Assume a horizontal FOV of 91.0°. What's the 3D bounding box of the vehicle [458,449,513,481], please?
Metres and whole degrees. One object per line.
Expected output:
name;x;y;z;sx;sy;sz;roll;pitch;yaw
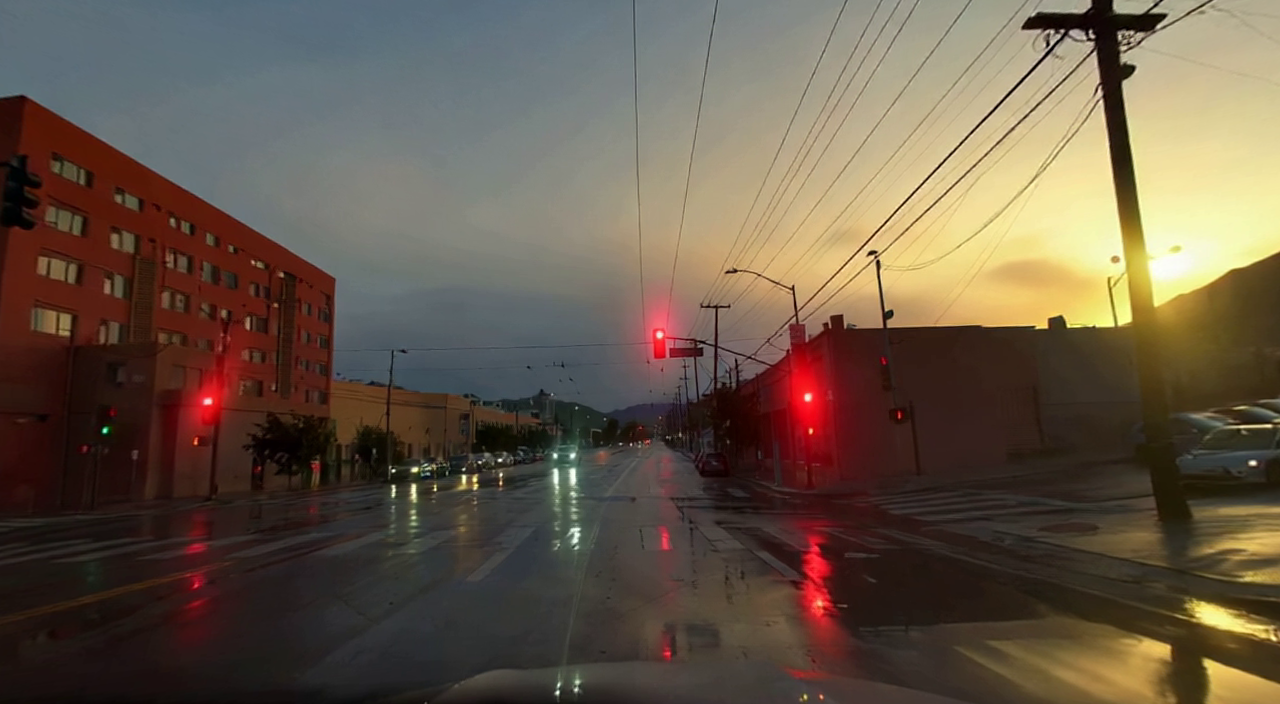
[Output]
vehicle;-8.710;6.394;35.822;2.020;1.672;3.842;0;-9;3

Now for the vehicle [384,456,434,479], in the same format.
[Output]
vehicle;-16.657;8.342;45.597;1.843;1.494;4.109;0;-9;3

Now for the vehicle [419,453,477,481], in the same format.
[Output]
vehicle;-11.894;7.133;39.349;1.943;1.574;4.727;0;-9;3

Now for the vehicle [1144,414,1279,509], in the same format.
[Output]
vehicle;12.599;2.175;12.632;3.234;1.746;1.941;0;-9;0
